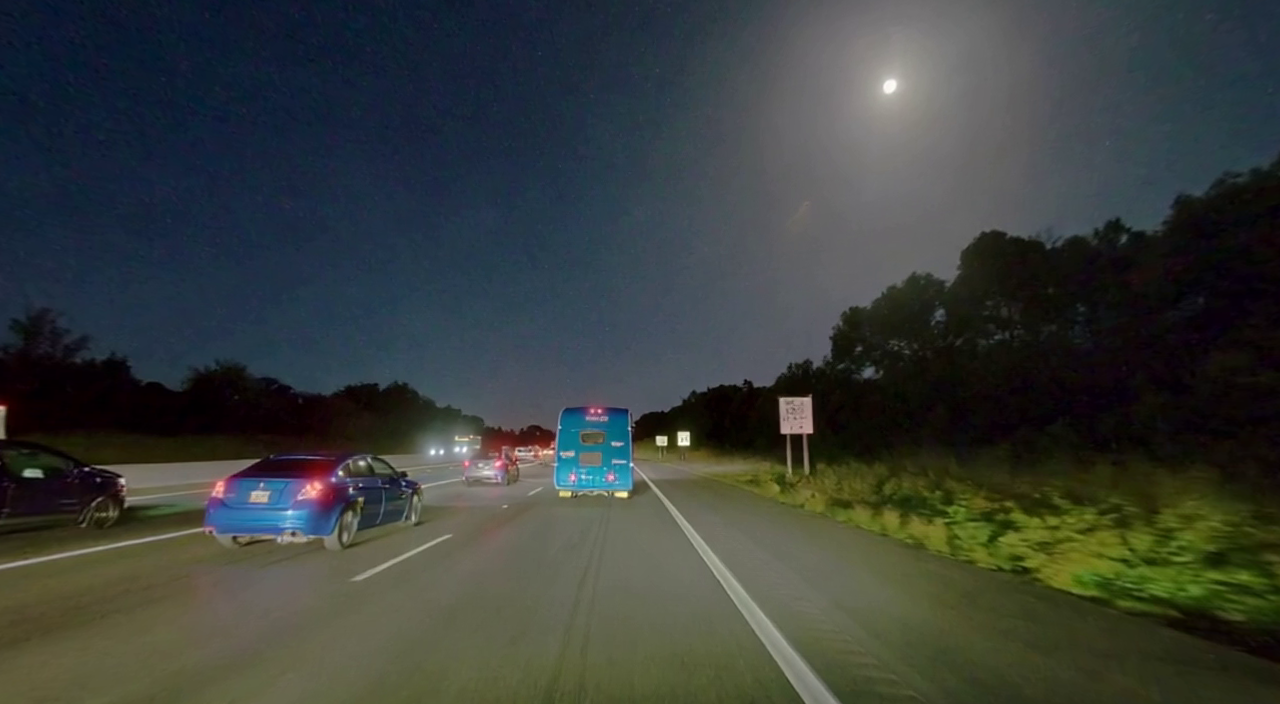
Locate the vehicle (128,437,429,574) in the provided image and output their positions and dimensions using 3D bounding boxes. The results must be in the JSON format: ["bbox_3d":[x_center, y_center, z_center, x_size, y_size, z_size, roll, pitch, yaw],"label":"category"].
[{"bbox_3d":[-4.588,1.974,8.869,1.876,1.438,4.072,0,-9,-1],"label":"vehicle"}]

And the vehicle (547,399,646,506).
[{"bbox_3d":[-1.149,2.827,17.909,2.394,2.556,5.232,0,-9,-2],"label":"vehicle"}]

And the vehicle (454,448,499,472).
[{"bbox_3d":[-10.478,6.921,40.487,1.886,1.462,4.084,0,-9,-1],"label":"vehicle"}]

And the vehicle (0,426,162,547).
[{"bbox_3d":[-9.666,1.938,9.204,2.010,1.621,4.252,0,-9,-1],"label":"vehicle"}]

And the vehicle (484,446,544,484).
[{"bbox_3d":[-5.244,4.741,26.656,1.872,1.480,3.545,0,-9,-1],"label":"vehicle"}]
